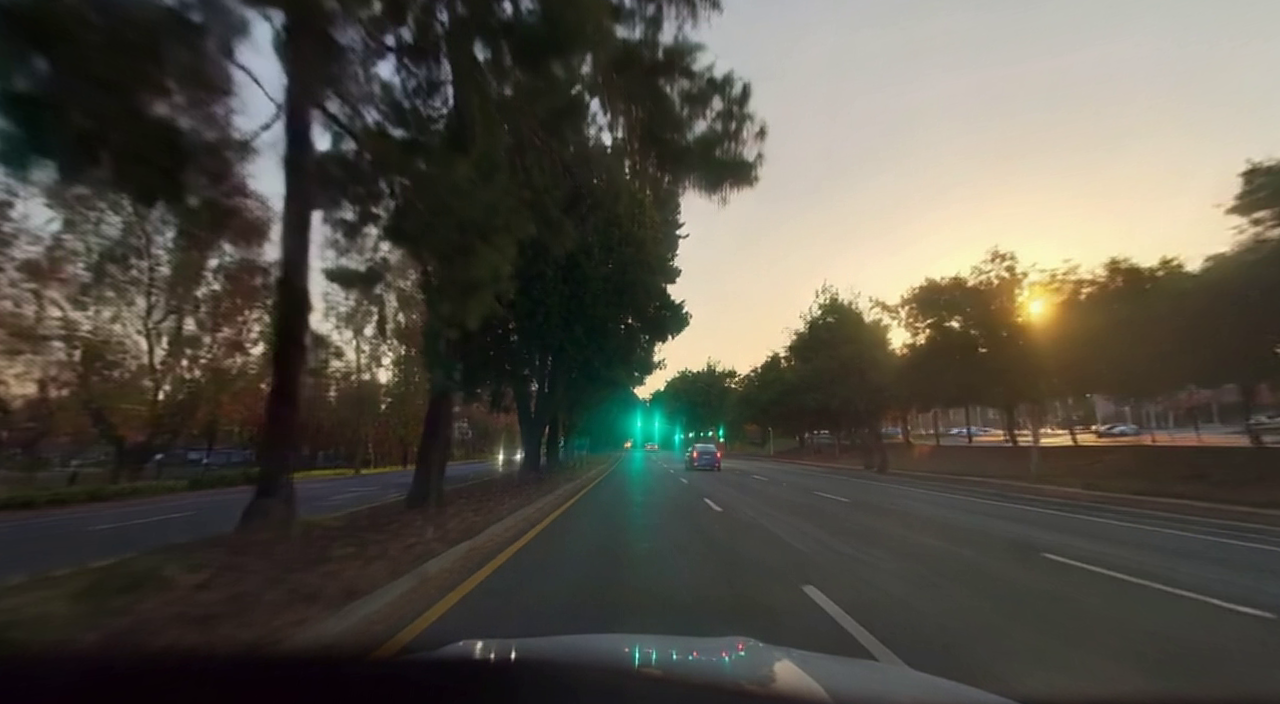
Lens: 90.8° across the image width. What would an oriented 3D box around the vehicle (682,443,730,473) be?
[{"bbox_3d":[3.420,5.586,33.584,2.056,1.483,4.091,0,-8,-1],"label":"vehicle"}]
